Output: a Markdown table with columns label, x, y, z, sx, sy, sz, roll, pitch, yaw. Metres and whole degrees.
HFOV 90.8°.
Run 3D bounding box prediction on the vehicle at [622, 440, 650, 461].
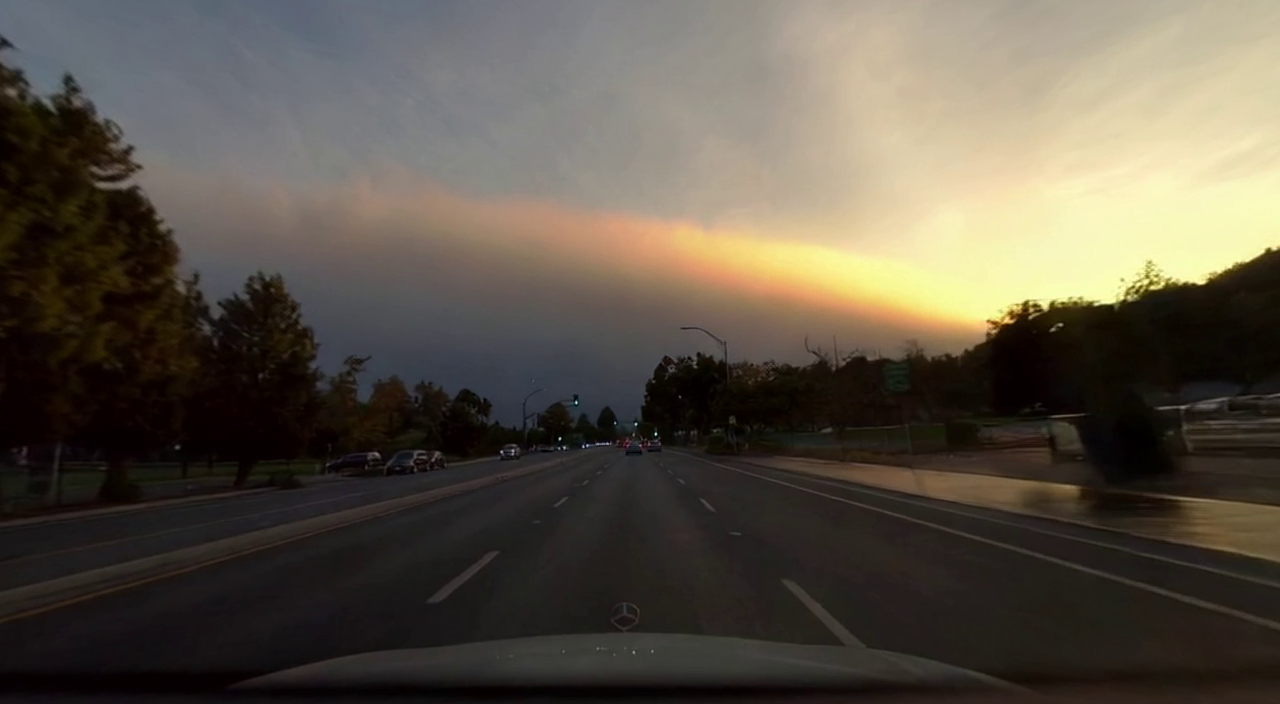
| label | x | y | z | sx | sy | sz | roll | pitch | yaw |
| --- | --- | --- | --- | --- | --- | --- | --- | --- | --- |
| vehicle | -0.350 | 7.469 | 47.959 | 1.984 | 1.439 | 4.171 | 0 | -8 | -1 |

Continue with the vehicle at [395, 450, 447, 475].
| label | x | y | z | sx | sy | sz | roll | pitch | yaw |
| --- | --- | --- | --- | --- | --- | --- | --- | --- | --- |
| vehicle | -14.689 | 7.426 | 42.574 | 1.959 | 1.489 | 4.550 | -2 | -9 | -1 |
